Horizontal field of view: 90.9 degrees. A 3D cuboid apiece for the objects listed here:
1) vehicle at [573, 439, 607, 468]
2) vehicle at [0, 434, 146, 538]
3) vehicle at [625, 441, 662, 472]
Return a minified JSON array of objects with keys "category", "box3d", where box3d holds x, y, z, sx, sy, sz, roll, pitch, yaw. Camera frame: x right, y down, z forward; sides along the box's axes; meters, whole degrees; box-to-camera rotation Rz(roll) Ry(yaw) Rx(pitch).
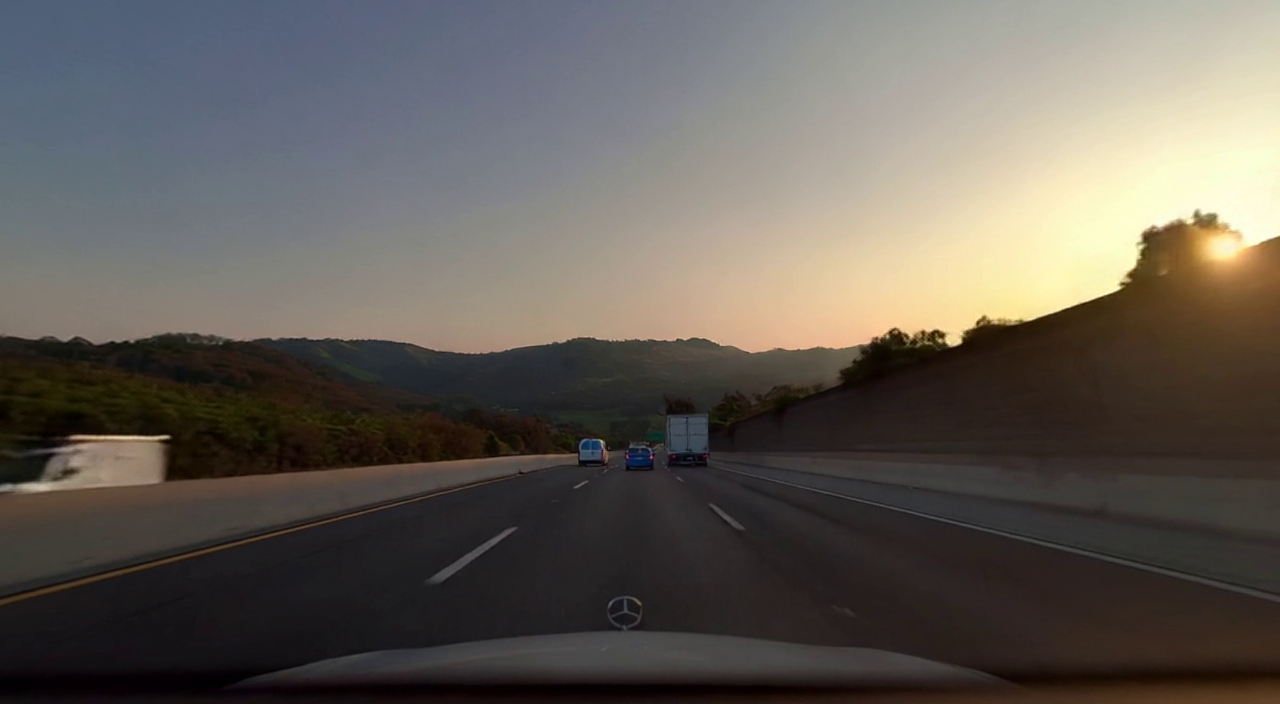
[{"category":"vehicle","box3d":[-3.612,7.453,46.422,1.955,2.004,4.792,-1,-9,1]},{"category":"vehicle","box3d":[-16.409,3.419,16.379,2.308,2.449,5.847,0,-9,0]},{"category":"vehicle","box3d":[0.201,6.464,39.049,2.166,1.747,4.299,0,-9,0]}]
